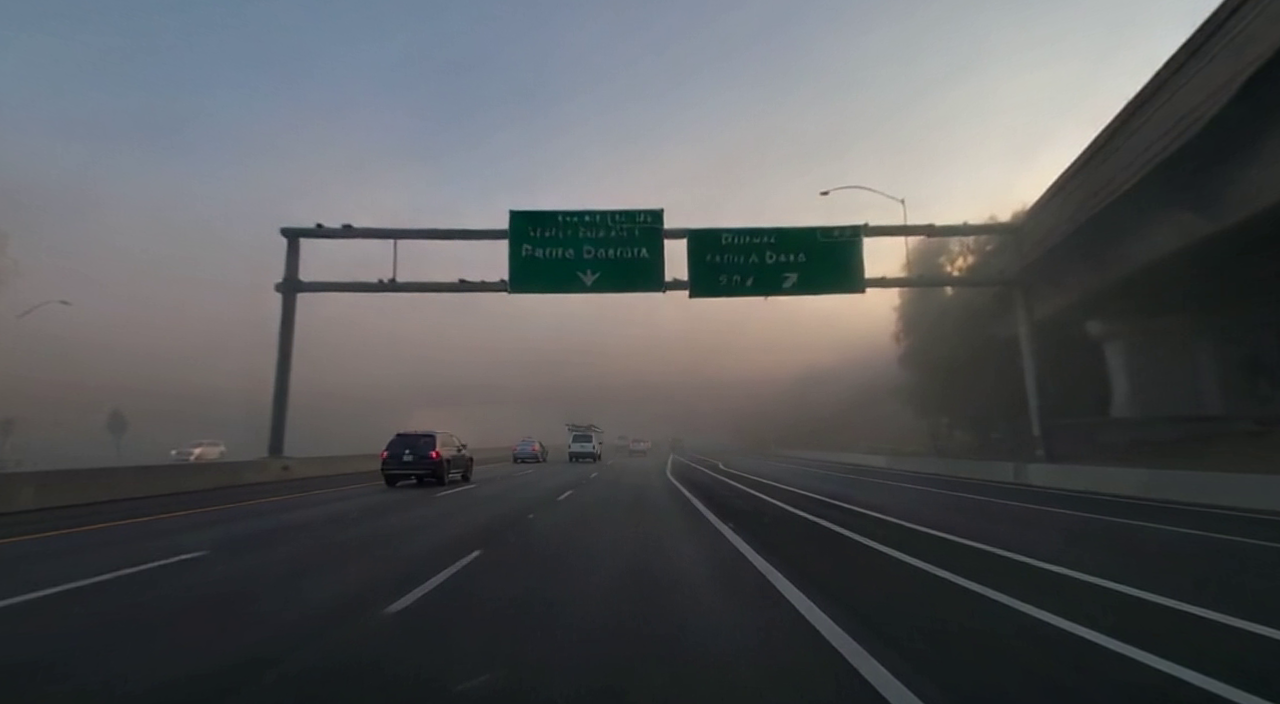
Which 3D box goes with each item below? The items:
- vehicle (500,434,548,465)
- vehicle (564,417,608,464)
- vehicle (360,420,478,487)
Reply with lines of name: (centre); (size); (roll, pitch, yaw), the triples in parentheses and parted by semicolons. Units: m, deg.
vehicle: (-7.088, 6.008, 38.862); (2.109, 1.784, 4.709); (0, -8, 0)
vehicle: (-3.406, 5.800, 41.063); (2.301, 2.843, 6.458); (0, -8, 0)
vehicle: (-7.137, 3.335, 20.910); (2.179, 1.948, 4.618); (0, -8, 1)
